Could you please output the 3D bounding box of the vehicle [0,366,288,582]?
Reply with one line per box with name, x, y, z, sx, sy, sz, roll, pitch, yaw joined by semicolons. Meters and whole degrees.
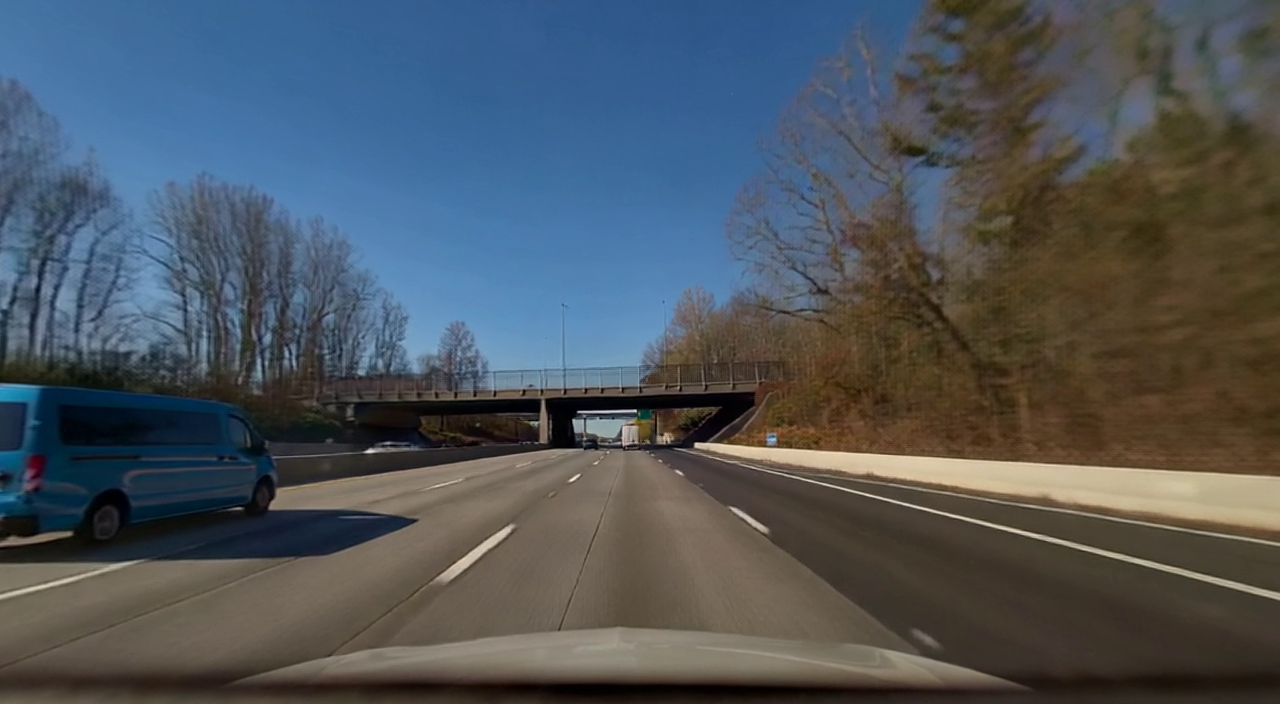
vehicle;-7.112;1.448;8.102;2.150;1.996;5.341;0;-8;-2
